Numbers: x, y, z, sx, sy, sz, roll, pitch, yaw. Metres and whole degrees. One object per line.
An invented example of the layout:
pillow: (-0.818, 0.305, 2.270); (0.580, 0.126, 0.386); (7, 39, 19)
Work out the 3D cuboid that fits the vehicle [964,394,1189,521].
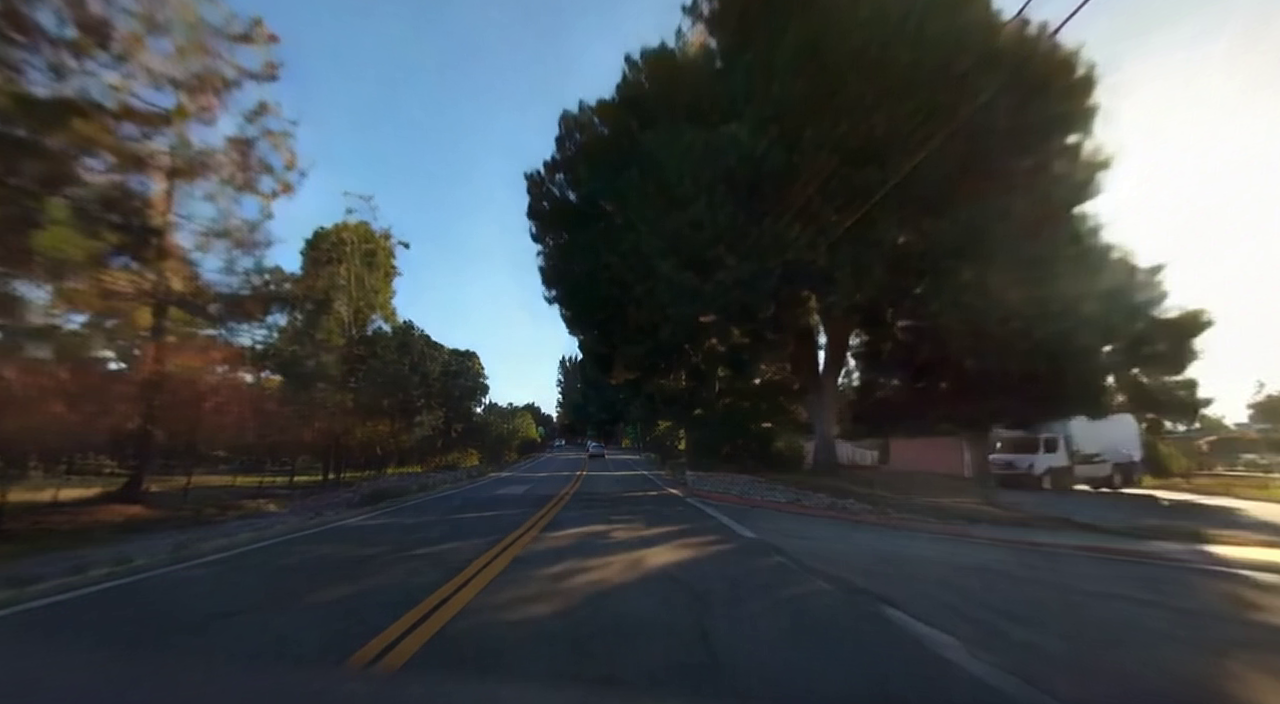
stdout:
vehicle: (13.394, 3.257, 19.514); (5.297, 3.064, 2.935); (9, -9, -15)
